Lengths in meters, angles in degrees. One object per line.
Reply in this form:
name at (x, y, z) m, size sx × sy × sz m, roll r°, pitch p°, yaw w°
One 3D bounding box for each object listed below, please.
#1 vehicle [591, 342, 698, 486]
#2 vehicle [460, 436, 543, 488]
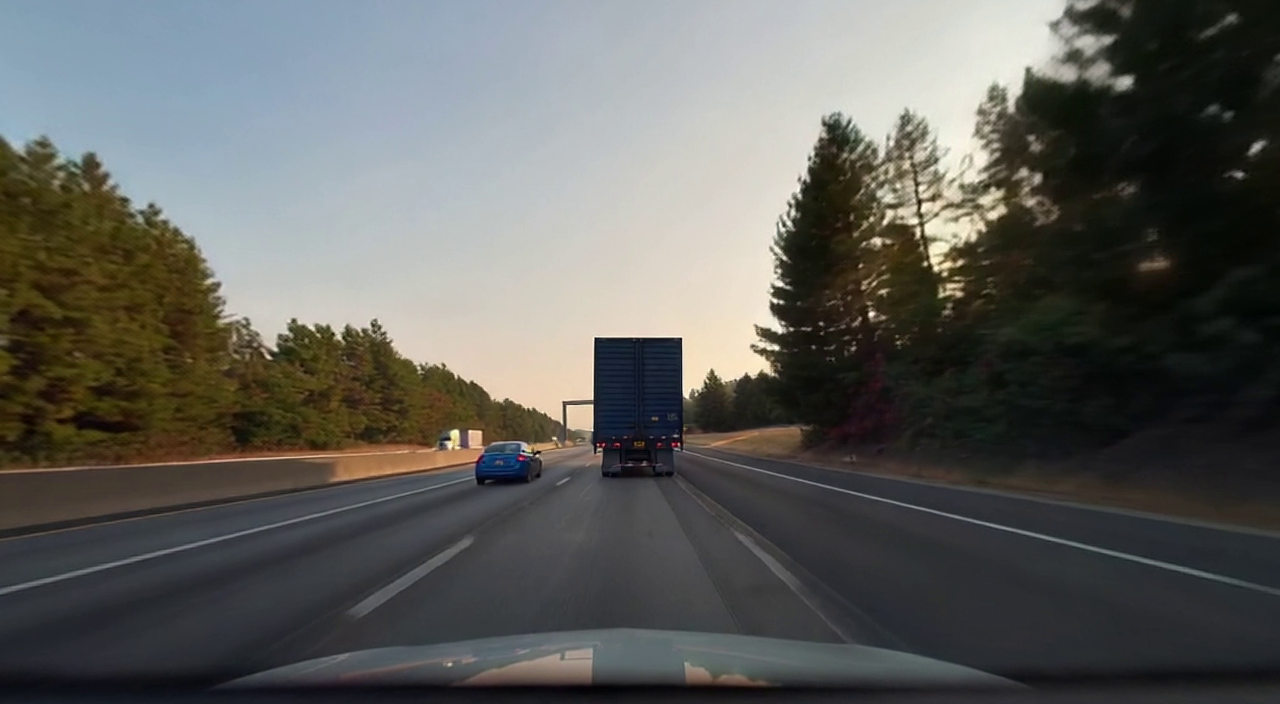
vehicle at (0.002, 2.527, 23.607) m, size 3.073 × 4.196 × 10.546 m, roll 0°, pitch -8°, yaw -1°
vehicle at (-4.500, 3.634, 21.180) m, size 1.854 × 1.530 × 4.268 m, roll 0°, pitch -8°, yaw 0°
